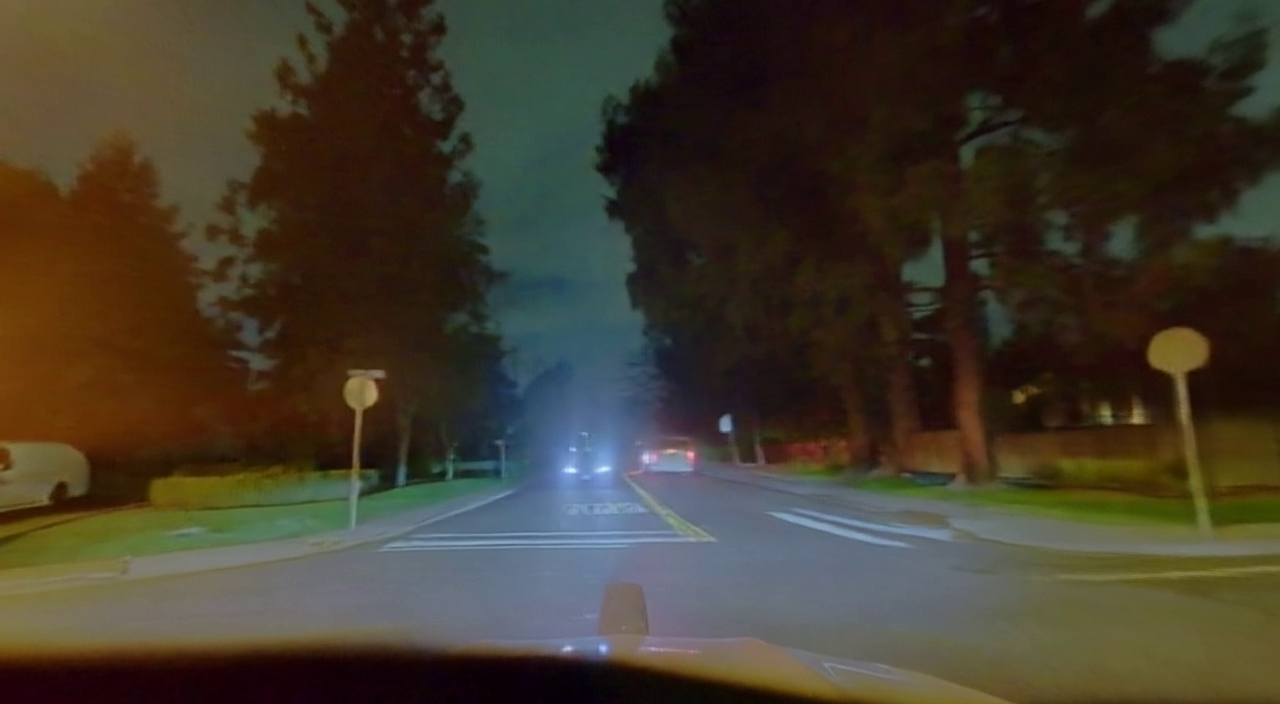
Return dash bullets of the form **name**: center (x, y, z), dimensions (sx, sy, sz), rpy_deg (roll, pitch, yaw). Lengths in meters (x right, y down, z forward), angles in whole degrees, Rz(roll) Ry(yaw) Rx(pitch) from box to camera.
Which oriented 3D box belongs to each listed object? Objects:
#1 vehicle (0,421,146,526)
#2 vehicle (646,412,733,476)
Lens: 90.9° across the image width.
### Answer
- **vehicle**: center (-13.195, 2.403, 12.830), dimensions (2.286, 1.915, 5.980), rpy_deg (2, -8, -10)
- **vehicle**: center (2.506, 4.862, 34.213), dimensions (2.718, 3.089, 6.380), rpy_deg (1, -7, -15)
